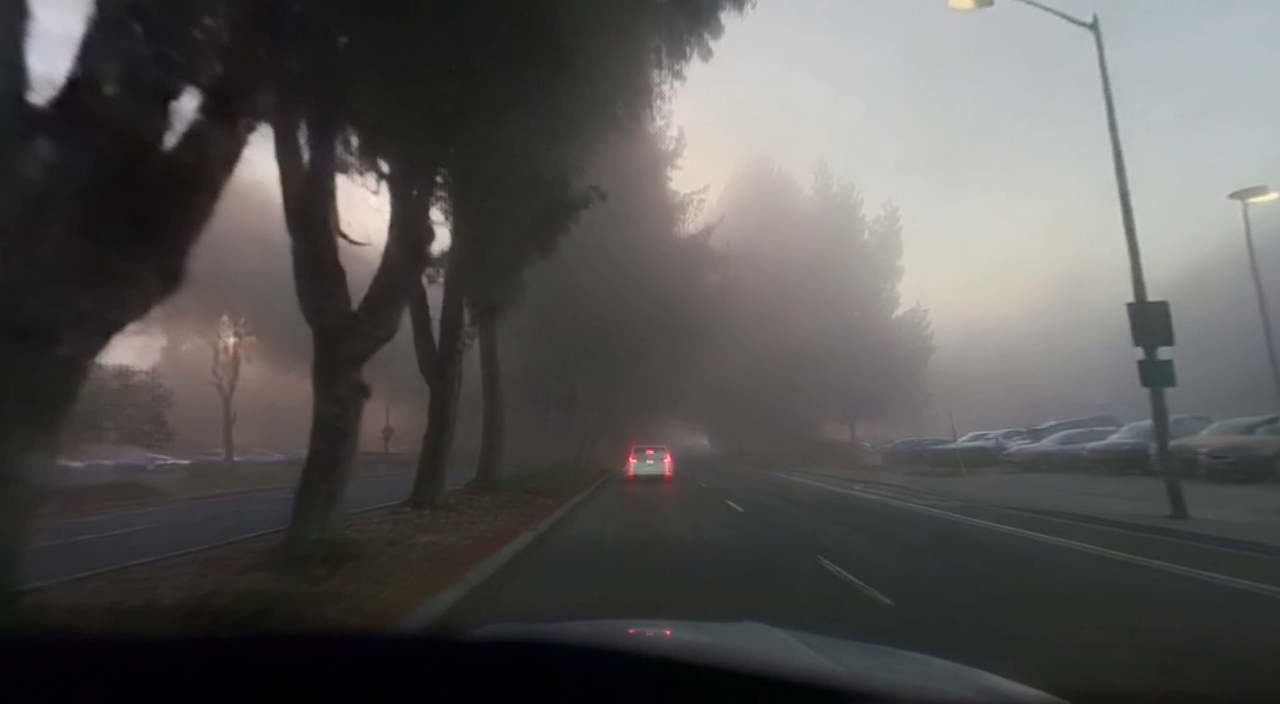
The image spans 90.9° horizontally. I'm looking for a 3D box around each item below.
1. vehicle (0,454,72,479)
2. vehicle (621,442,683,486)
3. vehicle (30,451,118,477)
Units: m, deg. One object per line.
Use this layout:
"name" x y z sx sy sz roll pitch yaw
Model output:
"vehicle" -43.029 8.050 44.482 4.057 1.666 1.849 0 -8 1
"vehicle" 0.380 4.047 23.184 2.093 1.442 3.977 0 -8 -1
"vehicle" -42.340 8.379 47.254 4.467 1.834 2.087 0 -8 -1
